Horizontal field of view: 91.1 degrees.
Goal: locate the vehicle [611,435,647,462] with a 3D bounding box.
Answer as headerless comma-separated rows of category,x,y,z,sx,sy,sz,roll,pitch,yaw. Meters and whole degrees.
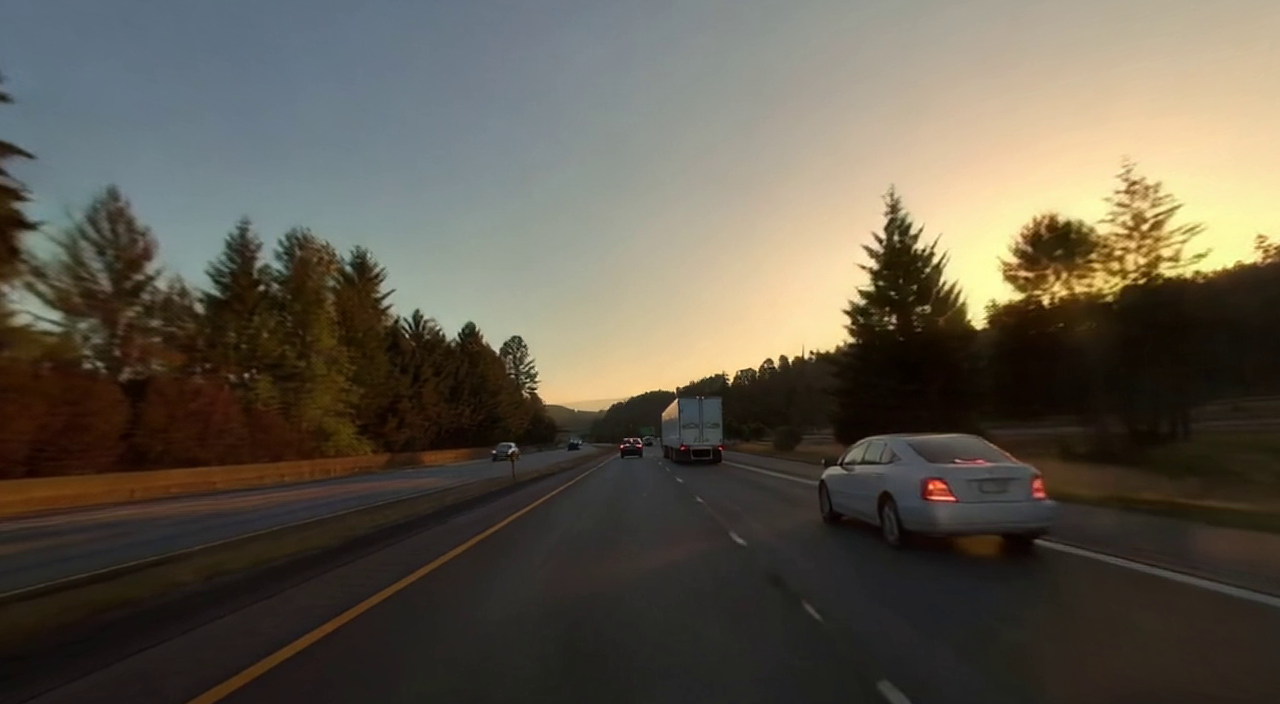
vehicle,-0.700,6.232,40.926,2.192,1.623,4.887,0,-8,0

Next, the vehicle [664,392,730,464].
vehicle,3.455,5.197,42.231,2.919,4.004,13.911,0,-8,-1

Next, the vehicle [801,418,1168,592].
vehicle,3.638,1.655,7.822,2.072,1.534,4.300,0,-8,-1
